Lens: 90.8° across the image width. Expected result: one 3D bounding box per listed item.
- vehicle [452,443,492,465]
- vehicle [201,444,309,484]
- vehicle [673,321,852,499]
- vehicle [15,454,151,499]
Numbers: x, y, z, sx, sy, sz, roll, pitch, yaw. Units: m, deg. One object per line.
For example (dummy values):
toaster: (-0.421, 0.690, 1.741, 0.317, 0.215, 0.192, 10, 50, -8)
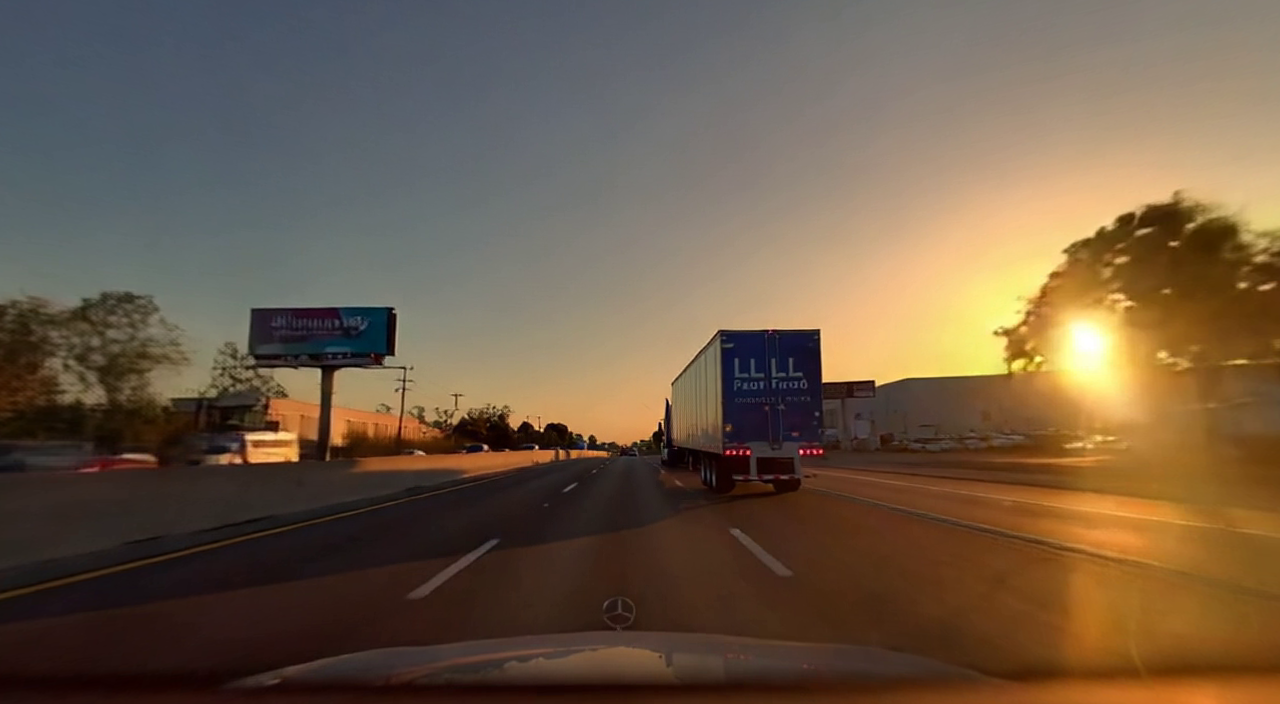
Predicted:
vehicle: (-11.486, 6.974, 43.386, 1.806, 1.408, 3.416, 0, -9, 1)
vehicle: (-14.753, 4.277, 24.457, 1.956, 1.417, 3.549, 0, -9, -1)
vehicle: (3.434, 2.679, 24.089, 2.891, 4.387, 17.121, 0, -9, -2)
vehicle: (-18.410, 4.096, 21.071, 1.545, 1.318, 3.236, 0, -9, 0)
